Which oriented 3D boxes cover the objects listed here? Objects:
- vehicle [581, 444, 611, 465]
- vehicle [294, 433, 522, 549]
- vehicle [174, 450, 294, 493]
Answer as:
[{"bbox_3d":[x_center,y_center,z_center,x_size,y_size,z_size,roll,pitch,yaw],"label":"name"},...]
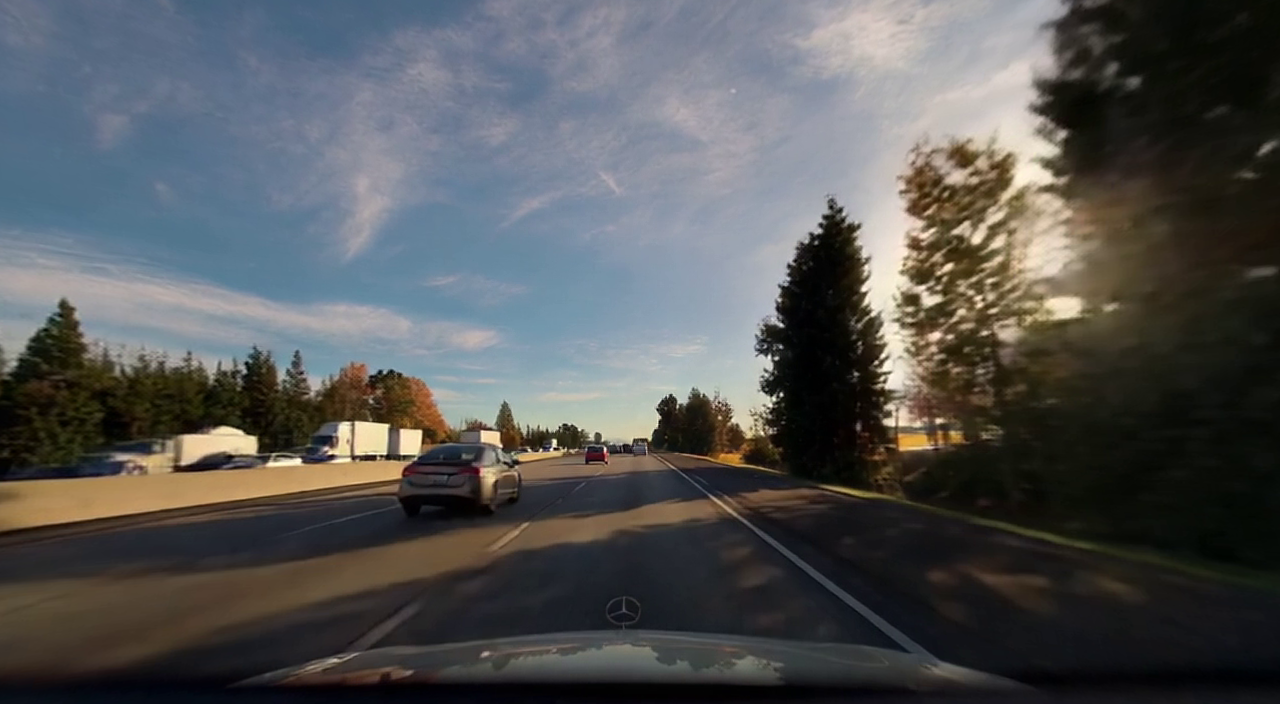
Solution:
[{"bbox_3d":[-3.282,7.726,47.703,1.954,1.541,4.079,0,-9,0],"label":"vehicle"},{"bbox_3d":[-3.444,2.160,10.467,2.110,1.500,4.259,0,-9,1],"label":"vehicle"},{"bbox_3d":[-14.984,4.396,23.562,1.881,1.404,3.891,0,-9,0],"label":"vehicle"}]
